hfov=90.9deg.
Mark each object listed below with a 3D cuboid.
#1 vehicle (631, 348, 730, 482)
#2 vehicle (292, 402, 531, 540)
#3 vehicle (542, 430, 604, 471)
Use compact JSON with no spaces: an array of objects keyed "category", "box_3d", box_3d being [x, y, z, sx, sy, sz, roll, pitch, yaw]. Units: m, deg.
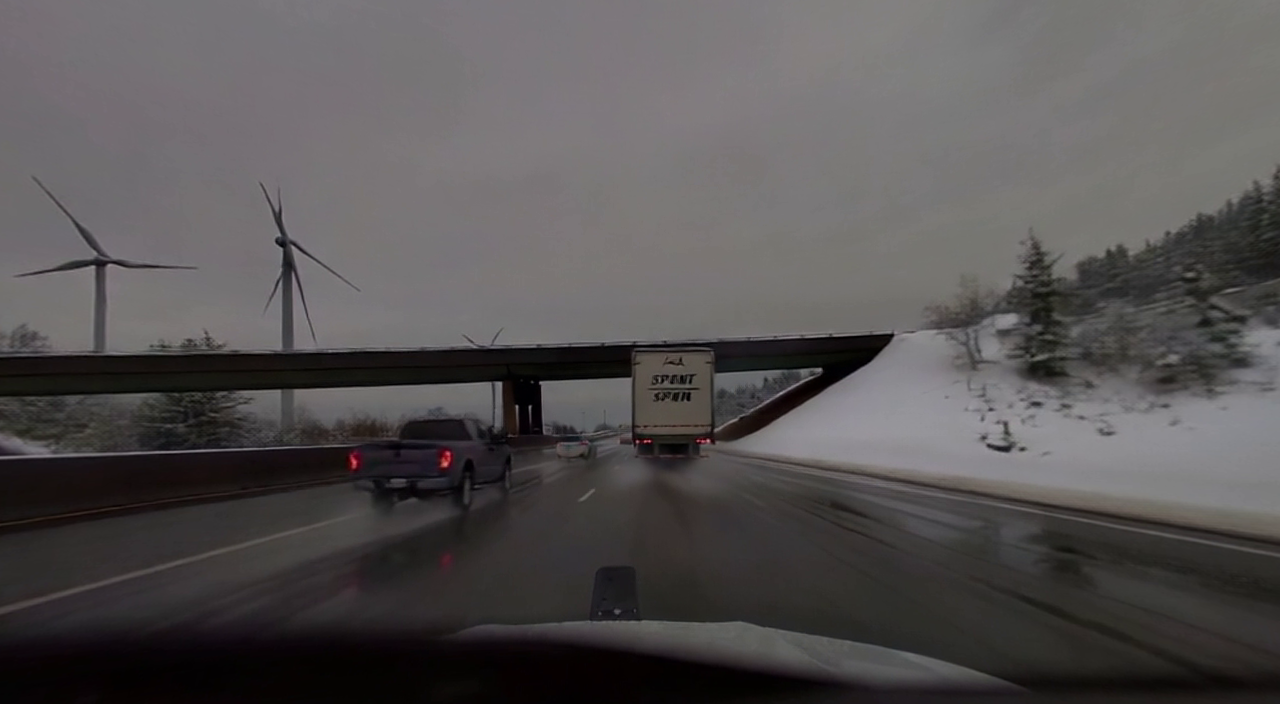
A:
[{"category":"vehicle","box_3d":[1.313,2.702,25.149,2.906,3.990,12.551,0,-8,1]},{"category":"vehicle","box_3d":[-3.439,1.888,10.719,2.283,1.814,4.568,0,-8,1]},{"category":"vehicle","box_3d":[-2.915,4.395,28.587,2.167,1.686,4.946,0,-8,2]}]
